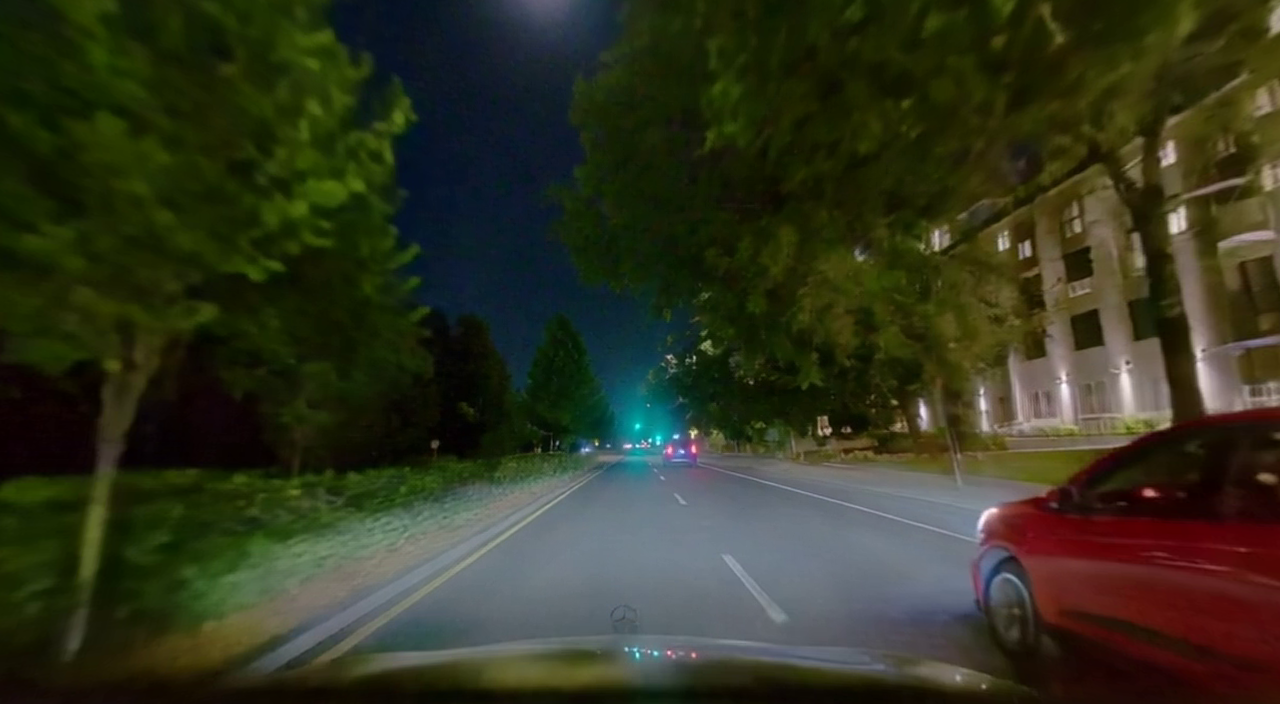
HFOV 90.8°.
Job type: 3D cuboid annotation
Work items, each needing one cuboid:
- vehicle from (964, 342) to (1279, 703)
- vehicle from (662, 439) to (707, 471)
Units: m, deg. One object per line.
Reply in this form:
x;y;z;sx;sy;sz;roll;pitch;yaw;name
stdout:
3.245;0.738;1.934;2.066;1.603;4.475;0;-9;-1;vehicle
2.436;5.833;35.924;2.164;1.725;4.285;0;-9;-1;vehicle
